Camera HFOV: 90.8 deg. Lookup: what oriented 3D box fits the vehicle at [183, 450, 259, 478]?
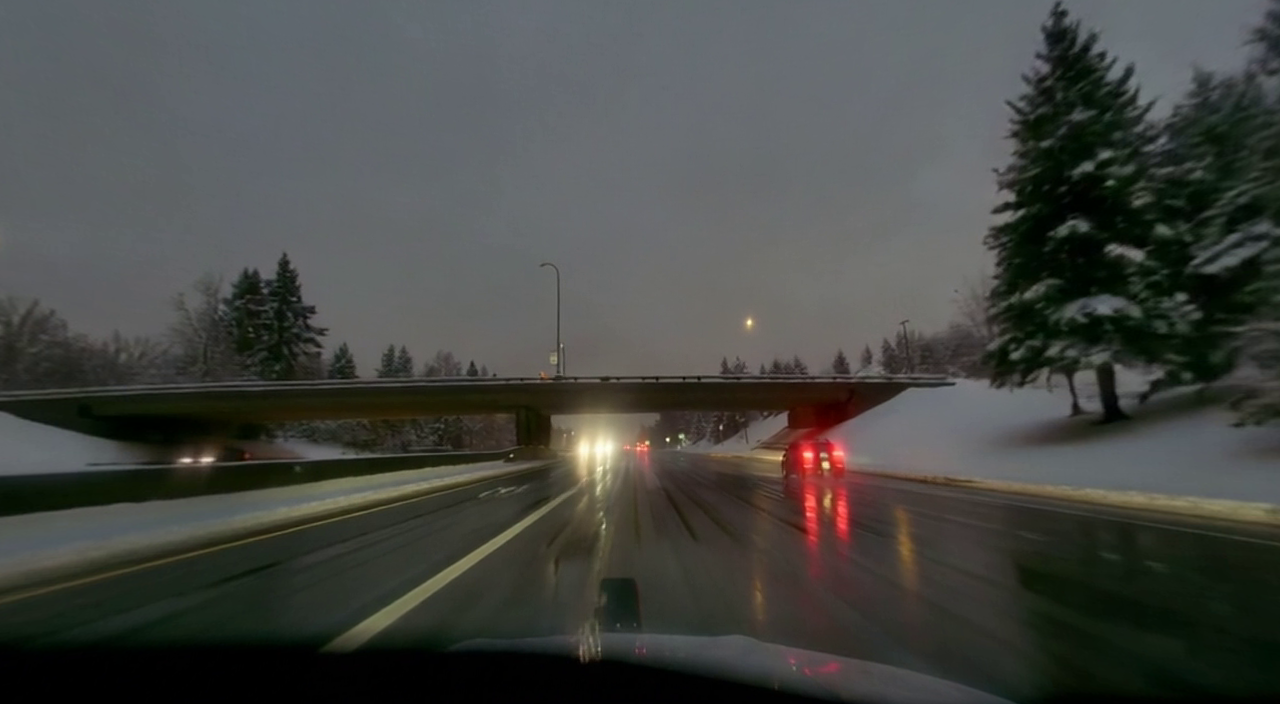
[{"bbox_3d":[-27.860,7.431,42.219,1.994,1.682,4.665,0,-9,-2],"label":"vehicle"}]
